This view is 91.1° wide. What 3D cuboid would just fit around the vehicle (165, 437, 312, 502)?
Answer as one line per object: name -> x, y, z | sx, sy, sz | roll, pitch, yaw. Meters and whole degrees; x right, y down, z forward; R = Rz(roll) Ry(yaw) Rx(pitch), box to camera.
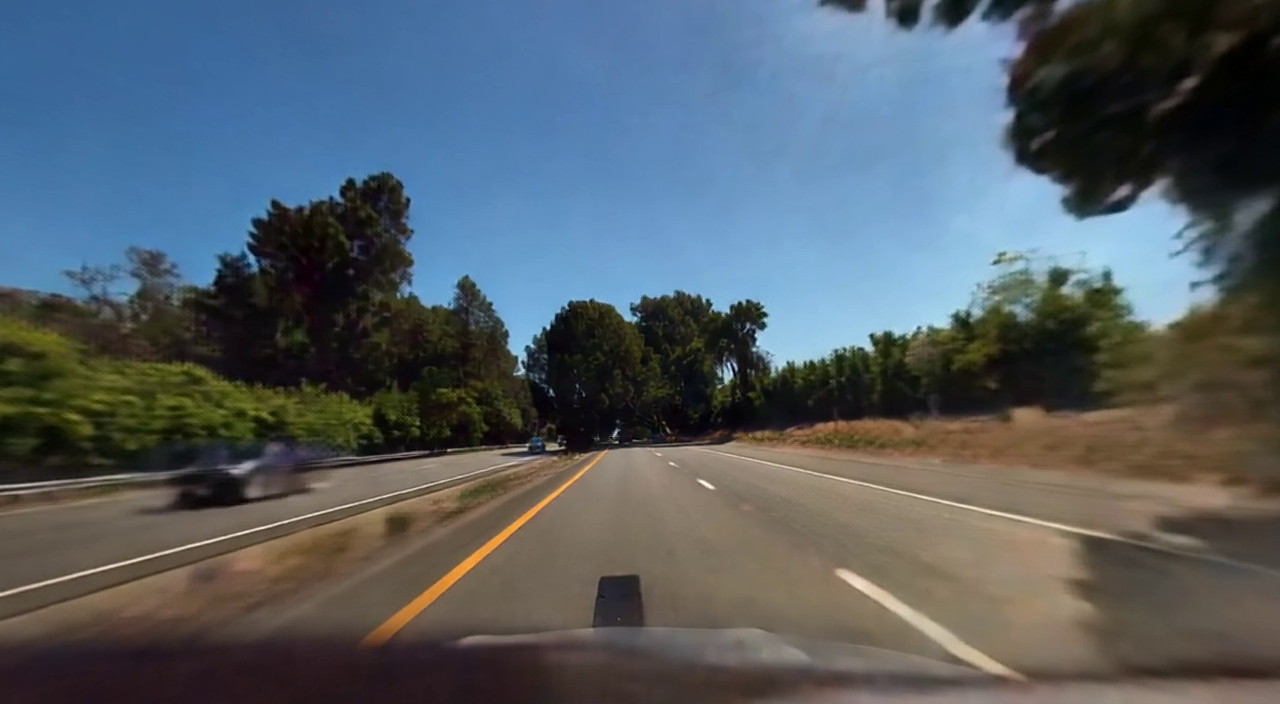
vehicle -> -13.971, 4.040, 22.283 | 2.240, 2.042, 4.522 | 0, -8, -1
